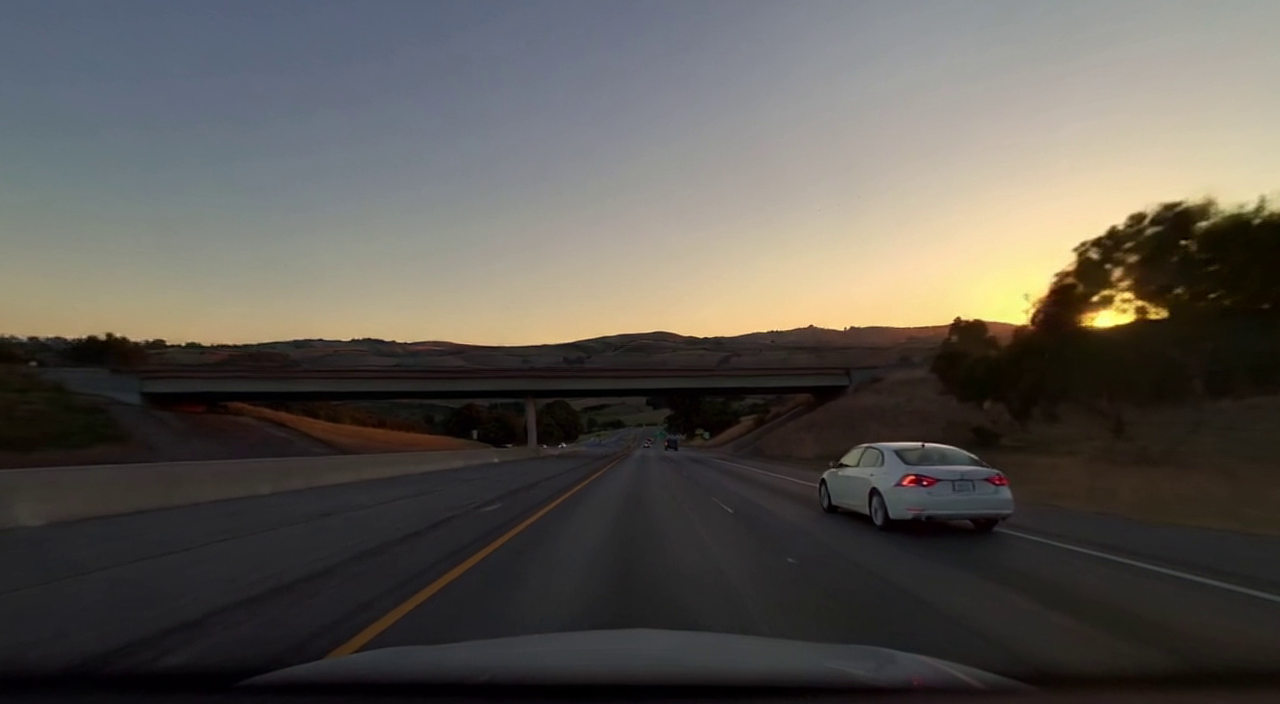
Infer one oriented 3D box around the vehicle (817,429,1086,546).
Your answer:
[{"bbox_3d":[4.685,2.088,10.531,2.027,1.487,4.718,0,-8,-1],"label":"vehicle"}]
